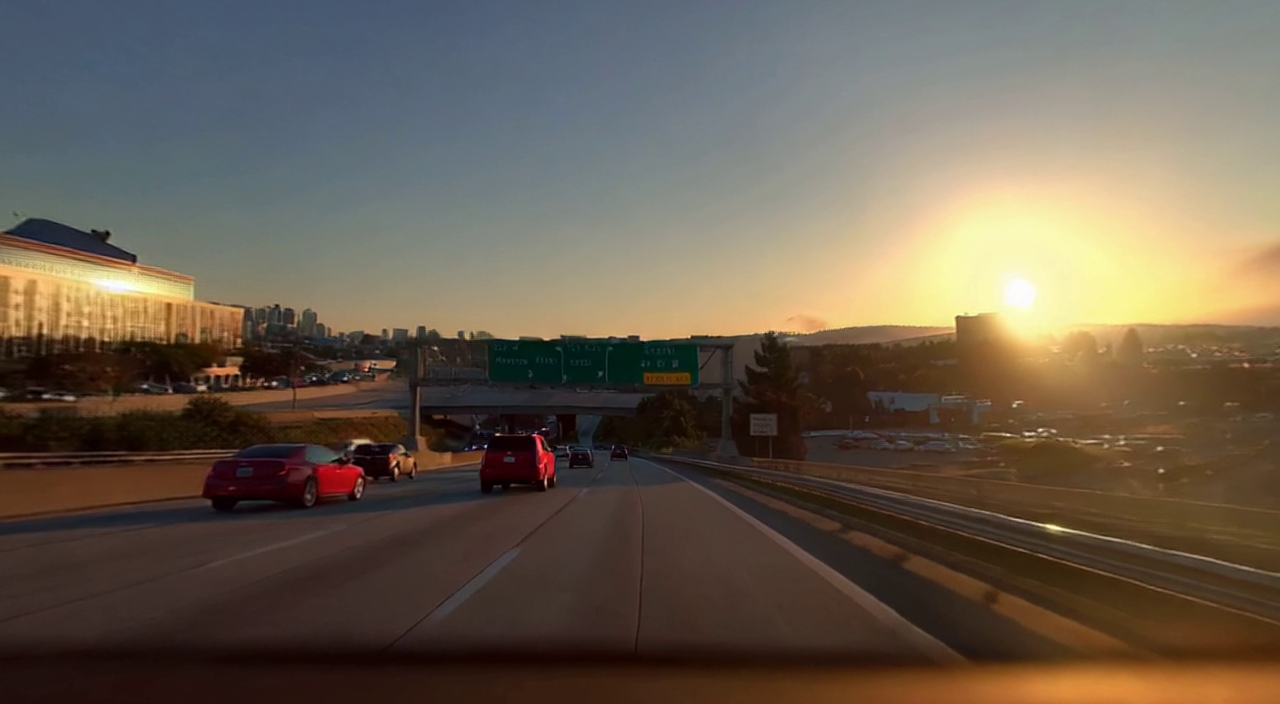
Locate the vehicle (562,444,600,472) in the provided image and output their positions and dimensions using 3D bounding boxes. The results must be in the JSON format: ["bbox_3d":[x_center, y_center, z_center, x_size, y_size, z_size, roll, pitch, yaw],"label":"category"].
[{"bbox_3d":[-3.519,6.426,38.453,1.955,1.614,3.817,0,-8,0],"label":"vehicle"}]

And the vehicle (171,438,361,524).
[{"bbox_3d":[-7.424,2.542,12.966,1.796,1.509,3.393,0,-8,0],"label":"vehicle"}]

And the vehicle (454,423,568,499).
[{"bbox_3d":[-3.702,3.251,19.293,2.301,1.985,5.247,0,-8,1],"label":"vehicle"}]

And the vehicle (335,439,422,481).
[{"bbox_3d":[-11.334,4.696,27.656,1.919,1.665,4.394,0,-8,0],"label":"vehicle"}]
